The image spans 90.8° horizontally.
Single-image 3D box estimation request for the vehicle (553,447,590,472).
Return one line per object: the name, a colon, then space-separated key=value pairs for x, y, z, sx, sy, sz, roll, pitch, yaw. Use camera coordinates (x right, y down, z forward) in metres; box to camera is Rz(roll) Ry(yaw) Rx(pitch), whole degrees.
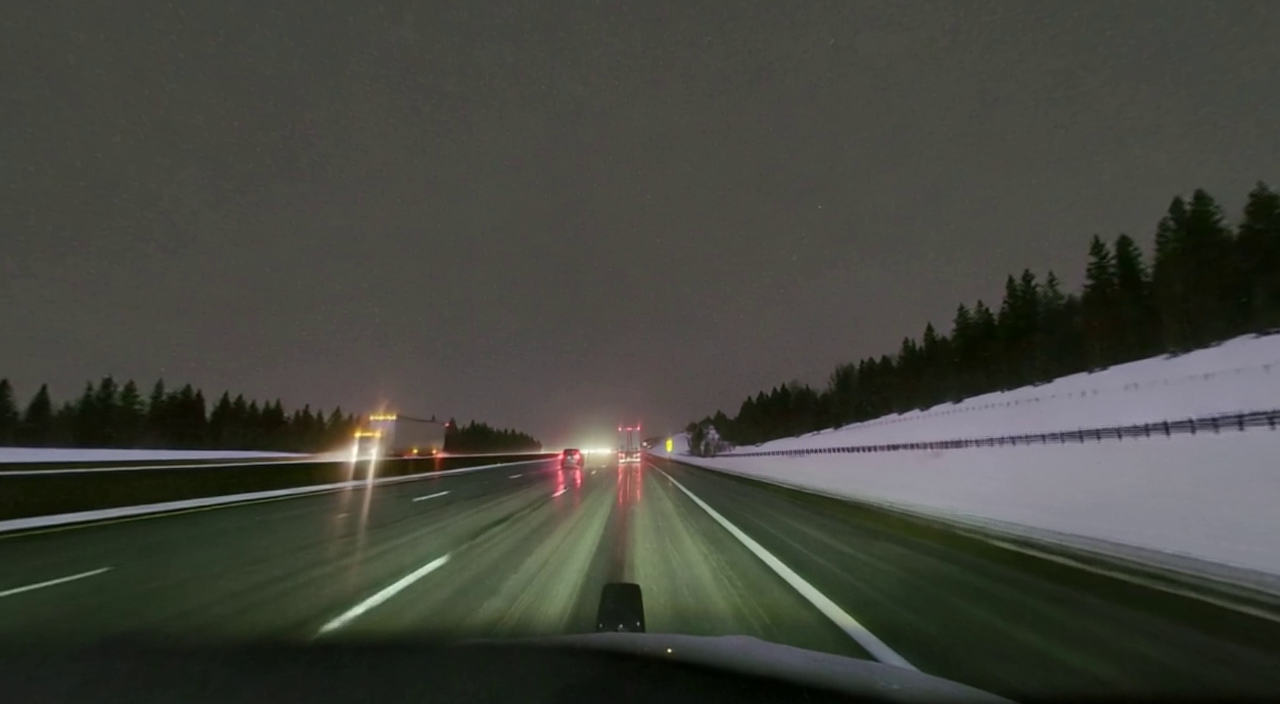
vehicle: x=-4.657 y=7.401 z=43.631 sx=2.108 sy=1.573 sz=5.000 roll=0 pitch=-9 yaw=-1
